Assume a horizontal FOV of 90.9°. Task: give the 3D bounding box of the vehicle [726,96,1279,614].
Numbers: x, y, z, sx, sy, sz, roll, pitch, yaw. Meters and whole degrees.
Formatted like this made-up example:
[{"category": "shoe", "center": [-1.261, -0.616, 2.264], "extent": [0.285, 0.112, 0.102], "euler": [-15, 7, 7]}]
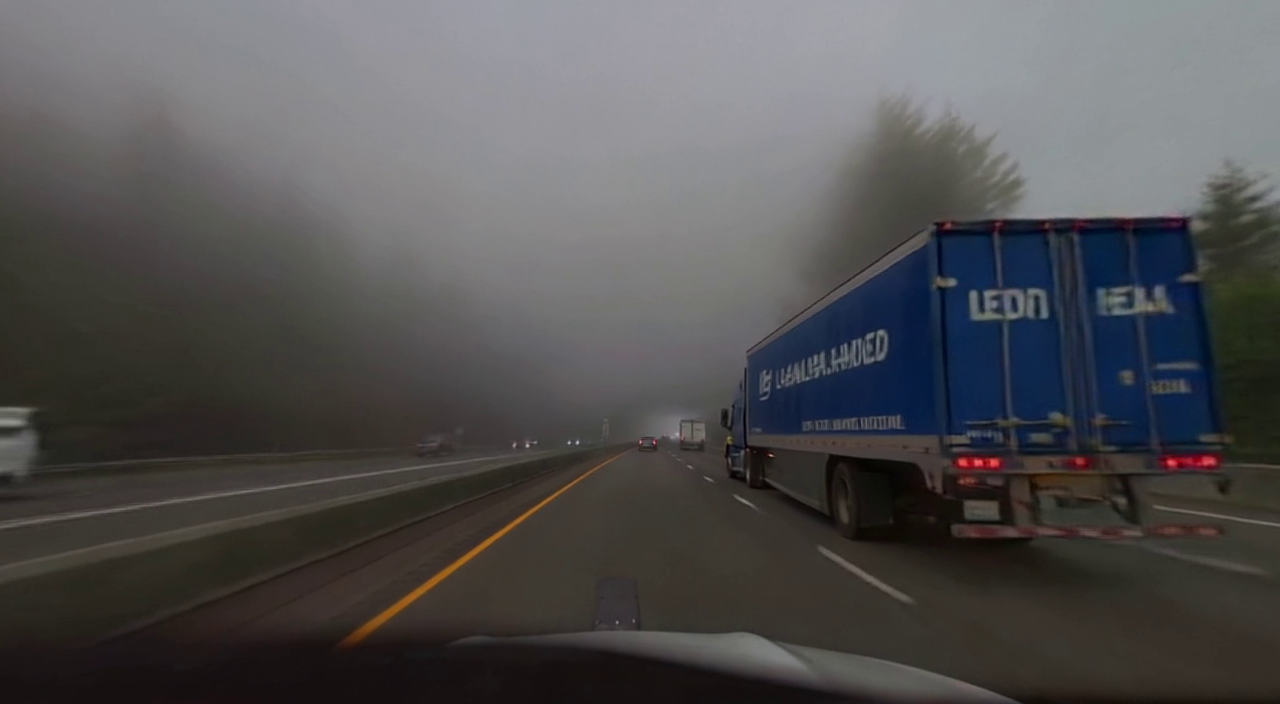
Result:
[{"category": "vehicle", "center": [4.303, 0.817, 11.774], "extent": [3.171, 4.072, 13.784], "euler": [0, -8, -1]}]
